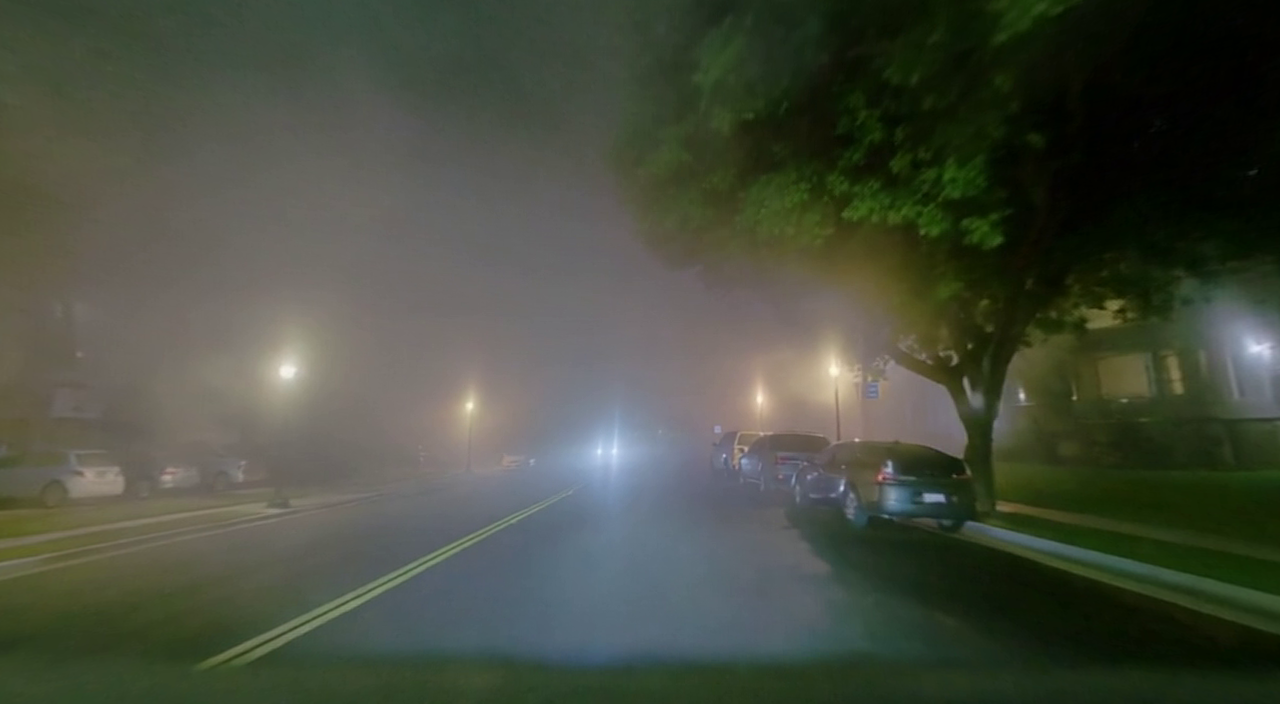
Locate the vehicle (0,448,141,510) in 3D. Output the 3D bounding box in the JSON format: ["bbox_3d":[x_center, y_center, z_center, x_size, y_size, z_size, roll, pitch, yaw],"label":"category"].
[{"bbox_3d":[-15.778,3.291,16.709,4.181,1.467,1.851,-3,-9,16],"label":"vehicle"}]

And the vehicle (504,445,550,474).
[{"bbox_3d":[-6.627,6.303,37.370,1.928,1.537,4.439,-2,-8,-1],"label":"vehicle"}]

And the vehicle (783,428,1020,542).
[{"bbox_3d":[4.202,2.219,11.353,1.952,1.538,5.215,0,-8,-1],"label":"vehicle"}]
